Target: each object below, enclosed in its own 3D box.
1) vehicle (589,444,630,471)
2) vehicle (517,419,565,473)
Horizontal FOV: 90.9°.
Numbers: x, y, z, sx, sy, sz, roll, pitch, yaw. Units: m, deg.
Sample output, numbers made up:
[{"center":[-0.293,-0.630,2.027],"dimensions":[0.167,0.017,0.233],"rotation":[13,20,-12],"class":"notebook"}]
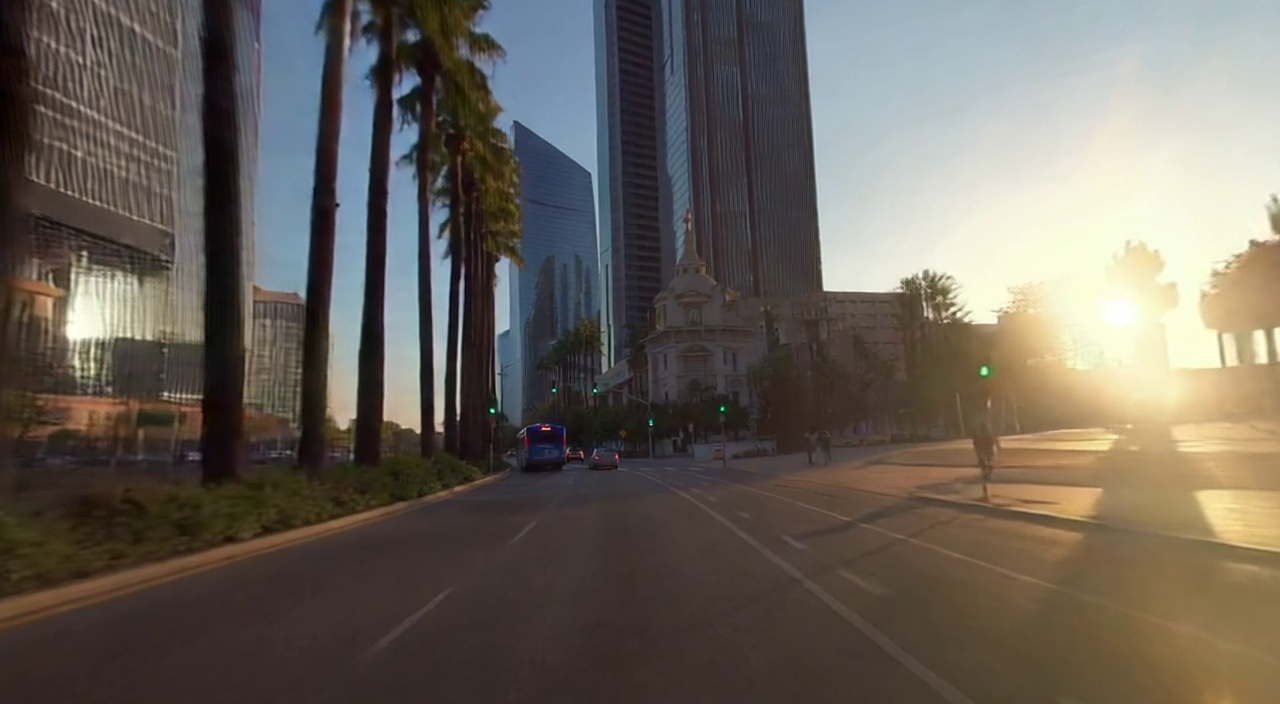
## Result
[{"center":[-1.873,6.246,37.571],"dimensions":[2.107,1.481,4.097],"rotation":[1,-8,-7],"class":"vehicle"},{"center":[-6.218,6.043,40.637],"dimensions":[2.678,3.042,8.474],"rotation":[1,-8,-7],"class":"vehicle"}]
